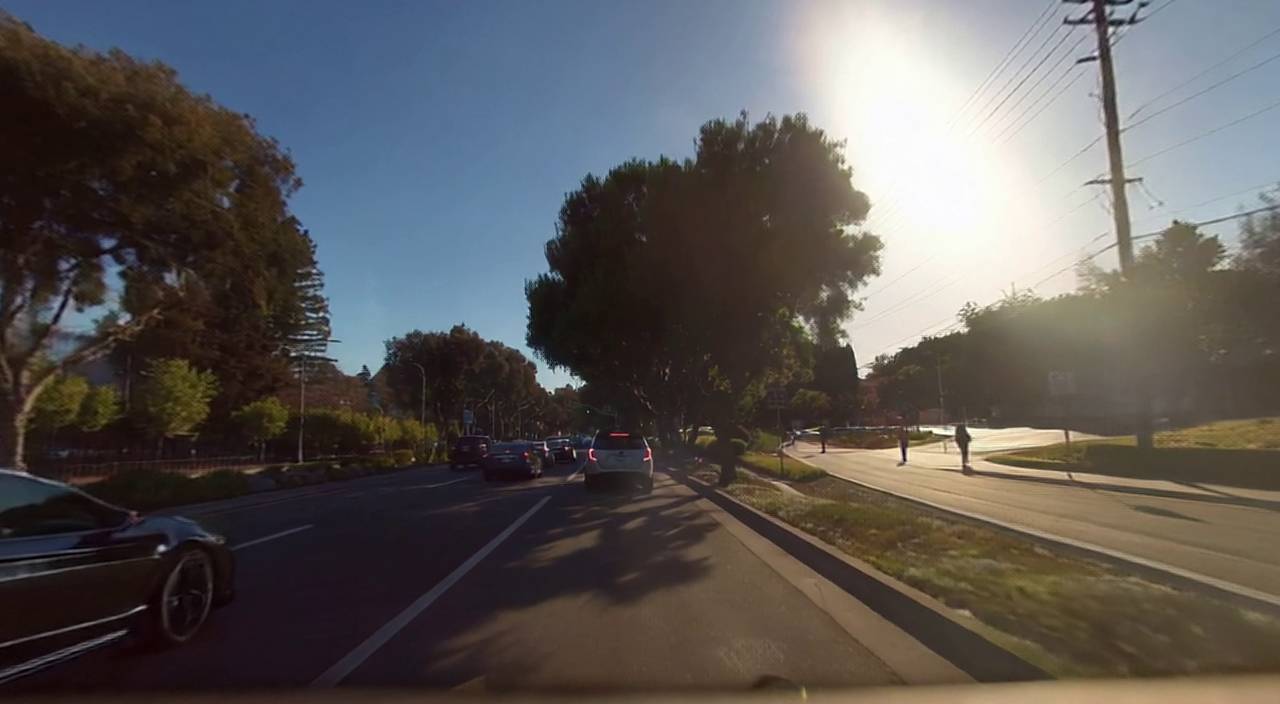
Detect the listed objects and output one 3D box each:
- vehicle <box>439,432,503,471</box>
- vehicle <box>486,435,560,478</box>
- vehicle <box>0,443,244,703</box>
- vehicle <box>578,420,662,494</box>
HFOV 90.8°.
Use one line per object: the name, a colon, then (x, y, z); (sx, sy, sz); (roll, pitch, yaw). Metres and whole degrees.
vehicle: (-7.599, 4.506, 28.779); (1.860, 1.634, 4.089); (0, -8, -2)
vehicle: (-4.390, 3.999, 24.392); (2.087, 1.485, 4.452); (0, -8, -1)
vehicle: (-3.609, 0.950, 1.984); (1.865, 1.314, 4.461); (0, -8, 0)
vehicle: (-0.534, 2.825, 17.270); (2.012, 1.769, 3.897); (0, -8, -2)
